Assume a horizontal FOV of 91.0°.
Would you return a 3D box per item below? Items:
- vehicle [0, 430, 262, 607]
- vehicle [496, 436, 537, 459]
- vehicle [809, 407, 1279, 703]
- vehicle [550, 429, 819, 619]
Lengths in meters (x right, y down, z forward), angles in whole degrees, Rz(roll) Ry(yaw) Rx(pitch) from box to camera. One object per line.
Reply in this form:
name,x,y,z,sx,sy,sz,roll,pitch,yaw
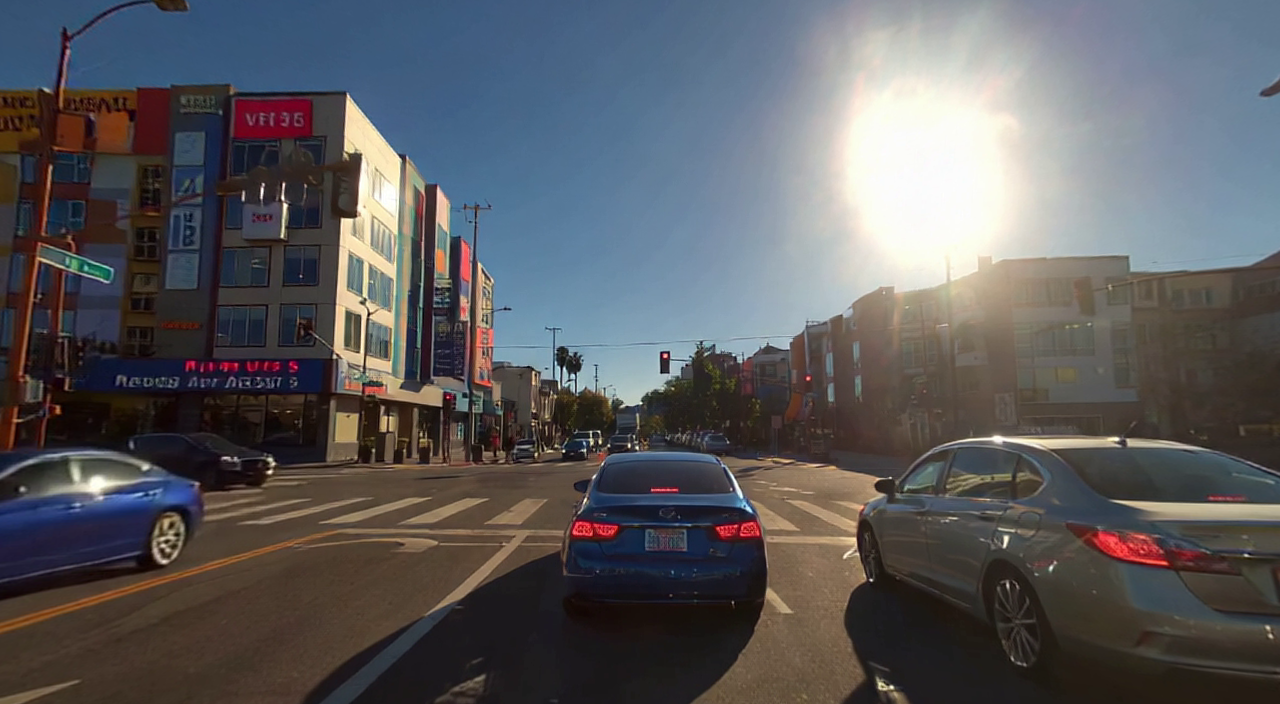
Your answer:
vehicle,-6.557,1.624,6.535,1.953,1.564,4.344,-2,-9,13
vehicle,-9.131,7.095,46.802,2.030,1.596,3.912,-1,-8,3
vehicle,2.811,1.280,4.563,1.961,1.498,4.356,0,-8,0
vehicle,0.244,1.660,7.080,2.132,1.464,4.089,0,-8,-3
